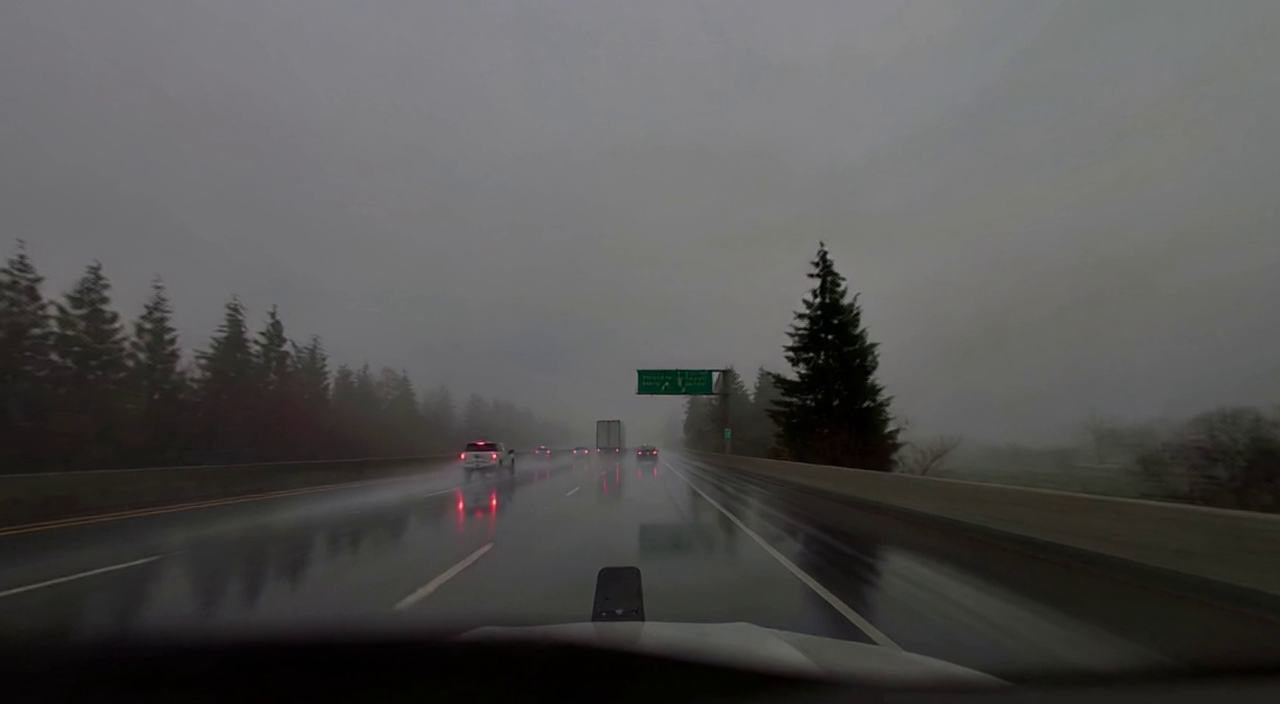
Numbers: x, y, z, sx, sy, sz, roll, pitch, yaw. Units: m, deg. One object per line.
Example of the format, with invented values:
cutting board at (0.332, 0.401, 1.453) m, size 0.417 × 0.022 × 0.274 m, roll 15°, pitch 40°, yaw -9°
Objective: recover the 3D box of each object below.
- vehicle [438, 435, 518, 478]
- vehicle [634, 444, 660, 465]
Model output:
vehicle at (-7.255, 4.737, 28.879) m, size 2.115 × 1.778 × 5.572 m, roll 0°, pitch -8°, yaw 1°
vehicle at (0.534, 7.734, 47.725) m, size 1.931 × 1.528 × 4.126 m, roll 0°, pitch -8°, yaw 1°
